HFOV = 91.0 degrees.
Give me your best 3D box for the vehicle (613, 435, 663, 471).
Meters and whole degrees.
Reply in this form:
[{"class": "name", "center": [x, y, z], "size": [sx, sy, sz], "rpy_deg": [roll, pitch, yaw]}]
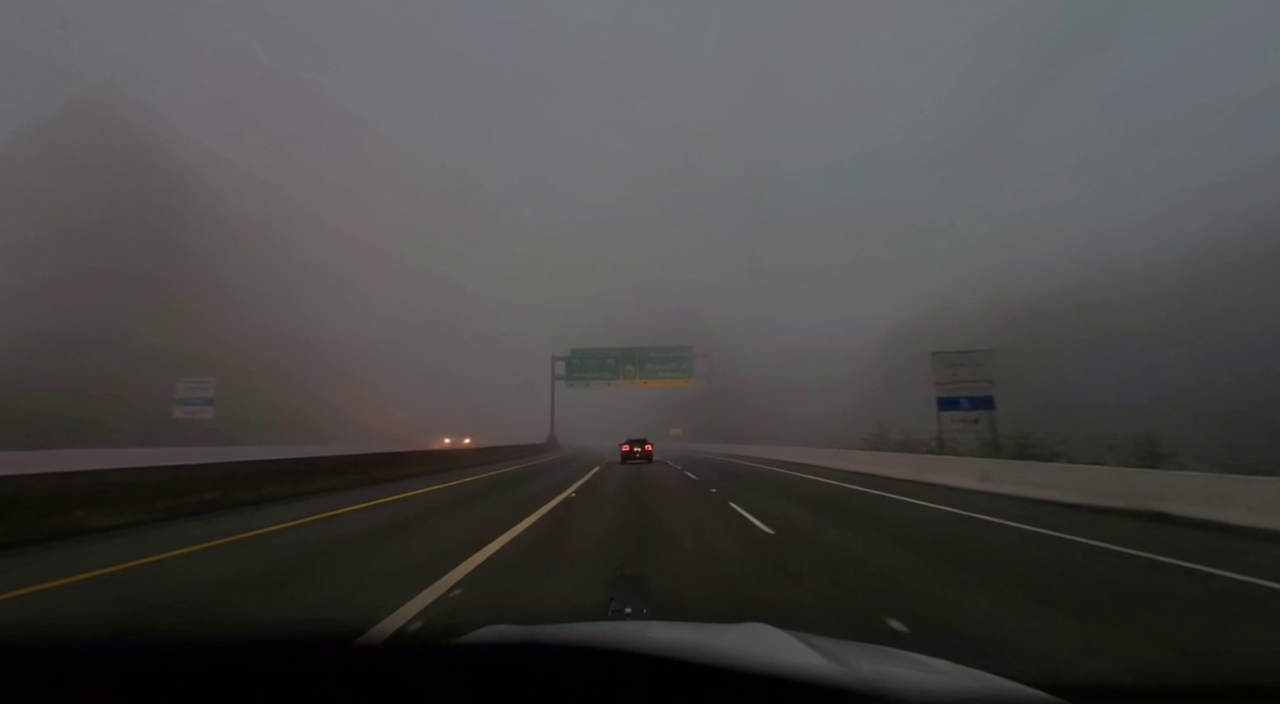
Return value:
[{"class": "vehicle", "center": [-0.080, 4.624, 29.102], "size": [2.130, 1.512, 4.057], "rpy_deg": [0, -8, 0]}]
